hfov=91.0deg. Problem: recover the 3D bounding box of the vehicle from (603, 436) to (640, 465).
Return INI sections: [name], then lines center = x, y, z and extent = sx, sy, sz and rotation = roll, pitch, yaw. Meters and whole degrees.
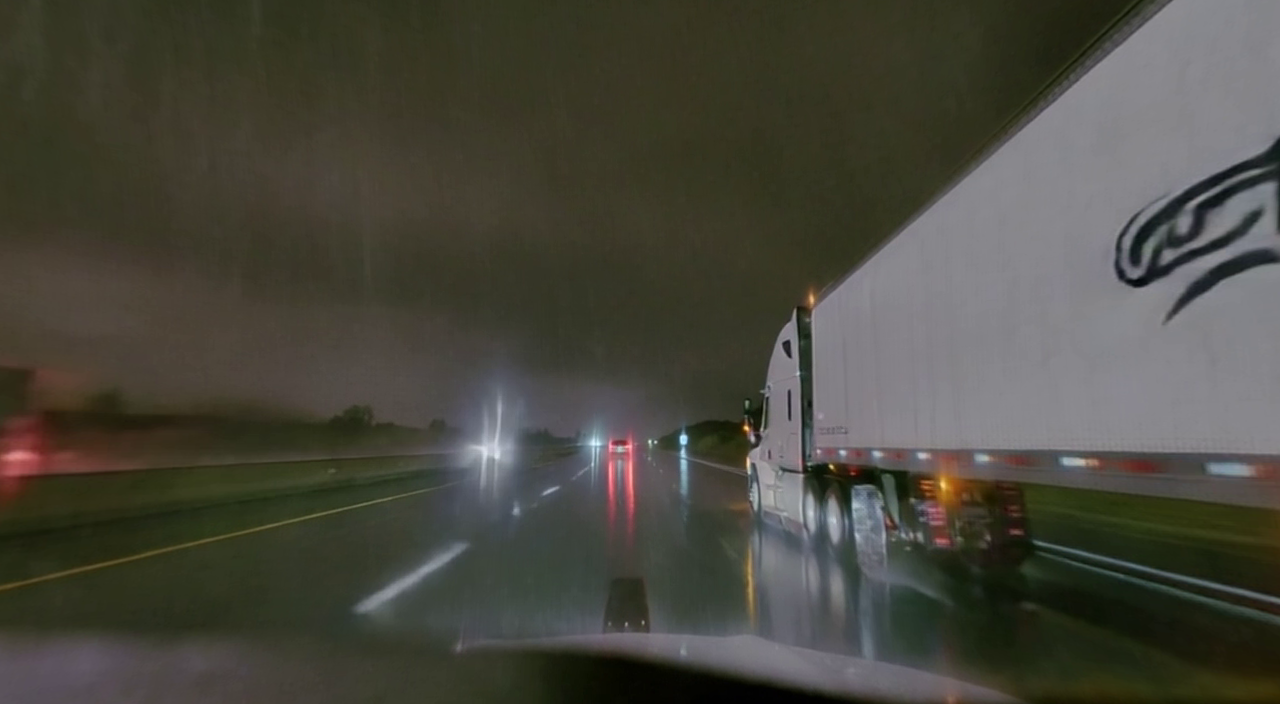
[vehicle]
center = -1.119, 5.991, 38.401
extent = 2.111, 1.635, 4.177
rotation = 0, -8, -1
